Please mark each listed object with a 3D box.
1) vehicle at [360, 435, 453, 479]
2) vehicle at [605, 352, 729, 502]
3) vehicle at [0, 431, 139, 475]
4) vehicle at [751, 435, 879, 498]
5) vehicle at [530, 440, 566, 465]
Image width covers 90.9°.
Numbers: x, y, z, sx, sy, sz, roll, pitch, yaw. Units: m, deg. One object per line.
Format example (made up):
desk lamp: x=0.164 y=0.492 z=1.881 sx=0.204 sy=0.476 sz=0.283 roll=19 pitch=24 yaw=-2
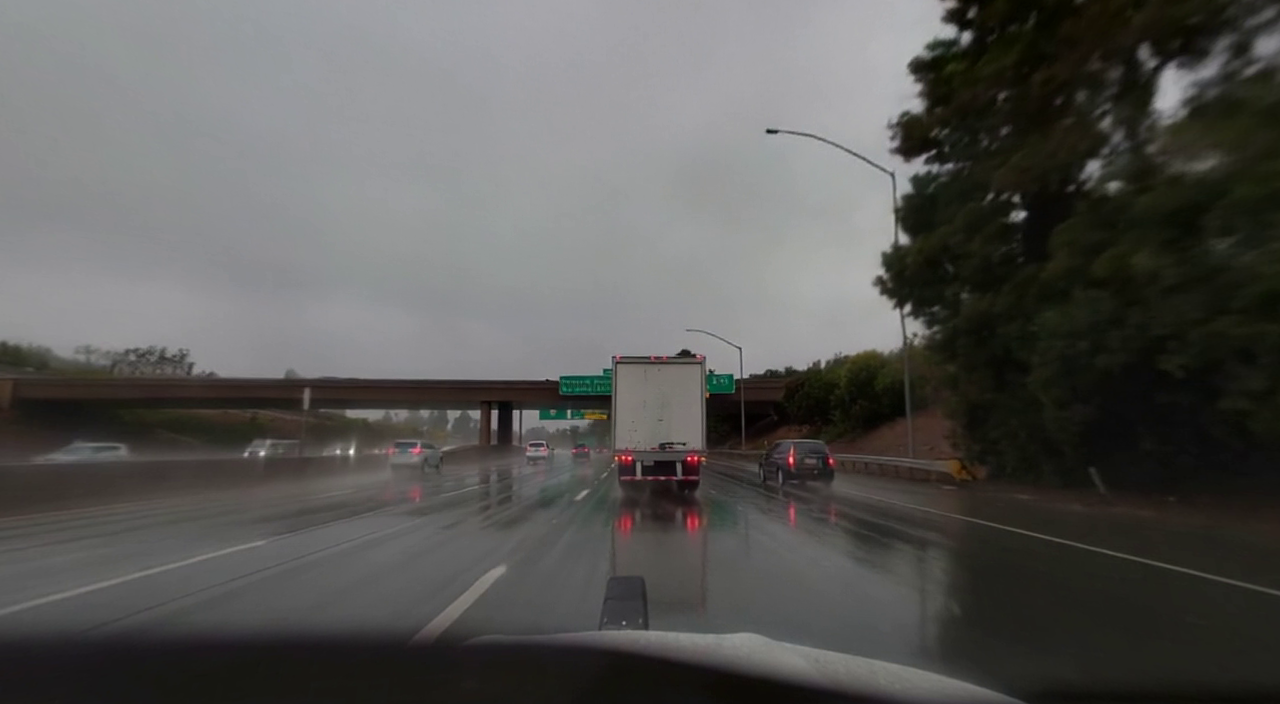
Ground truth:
vehicle: x=-10.403 y=4.709 z=28.644 sx=2.217 sy=1.797 sz=5.226 roll=0 pitch=-9 yaw=0
vehicle: x=0.532 y=2.577 z=20.526 sx=2.916 sy=3.584 sz=10.841 roll=0 pitch=-9 yaw=-1
vehicle: x=-37.828 y=6.706 z=42.290 sx=2.473 sy=2.570 sz=7.957 roll=0 pitch=-8 yaw=-5
vehicle: x=4.671 y=3.132 z=17.708 sx=2.108 sy=1.508 sz=4.744 roll=0 pitch=-9 yaw=-1
vehicle: x=-7.131 y=7.865 z=49.402 sx=2.125 sy=1.793 sz=4.892 roll=0 pitch=-9 yaw=0
